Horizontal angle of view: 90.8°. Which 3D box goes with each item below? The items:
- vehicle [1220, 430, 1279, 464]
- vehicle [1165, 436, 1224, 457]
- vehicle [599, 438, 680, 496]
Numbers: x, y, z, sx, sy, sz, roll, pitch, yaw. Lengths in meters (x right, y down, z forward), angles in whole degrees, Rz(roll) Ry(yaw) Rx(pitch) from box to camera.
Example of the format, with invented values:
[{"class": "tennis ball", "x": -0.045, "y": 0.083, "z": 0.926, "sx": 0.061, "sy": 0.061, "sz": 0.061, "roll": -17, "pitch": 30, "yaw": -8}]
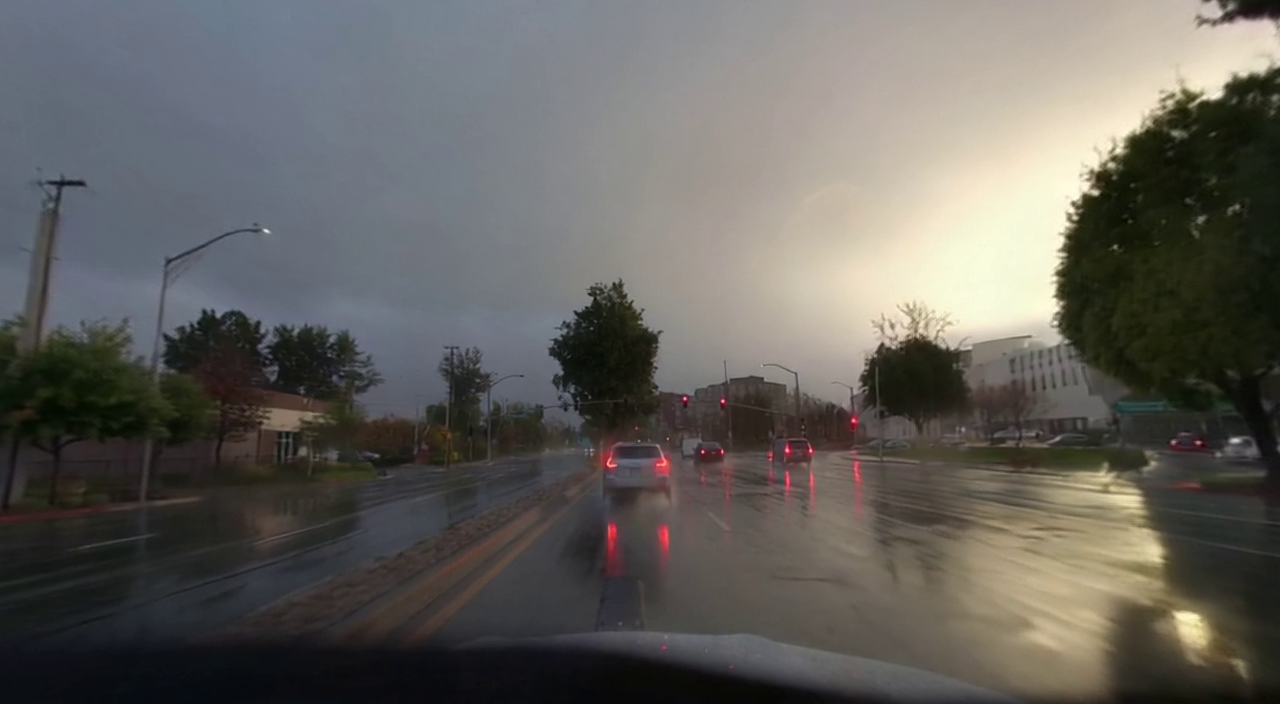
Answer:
[{"class": "vehicle", "x": 31.939, "y": 4.731, "z": 31.530, "sx": 1.873, "sy": 1.588, "sz": 4.133, "roll": -2, "pitch": -8, "yaw": -1}, {"class": "vehicle", "x": 40.319, "y": 6.885, "z": 45.919, "sx": 3.834, "sy": 1.470, "sz": 1.910, "roll": 4, "pitch": -10, "yaw": -28}, {"class": "vehicle", "x": -0.051, "y": 3.237, "z": 18.159, "sx": 2.064, "sy": 1.477, "sz": 3.968, "roll": 0, "pitch": -8, "yaw": -1}]
